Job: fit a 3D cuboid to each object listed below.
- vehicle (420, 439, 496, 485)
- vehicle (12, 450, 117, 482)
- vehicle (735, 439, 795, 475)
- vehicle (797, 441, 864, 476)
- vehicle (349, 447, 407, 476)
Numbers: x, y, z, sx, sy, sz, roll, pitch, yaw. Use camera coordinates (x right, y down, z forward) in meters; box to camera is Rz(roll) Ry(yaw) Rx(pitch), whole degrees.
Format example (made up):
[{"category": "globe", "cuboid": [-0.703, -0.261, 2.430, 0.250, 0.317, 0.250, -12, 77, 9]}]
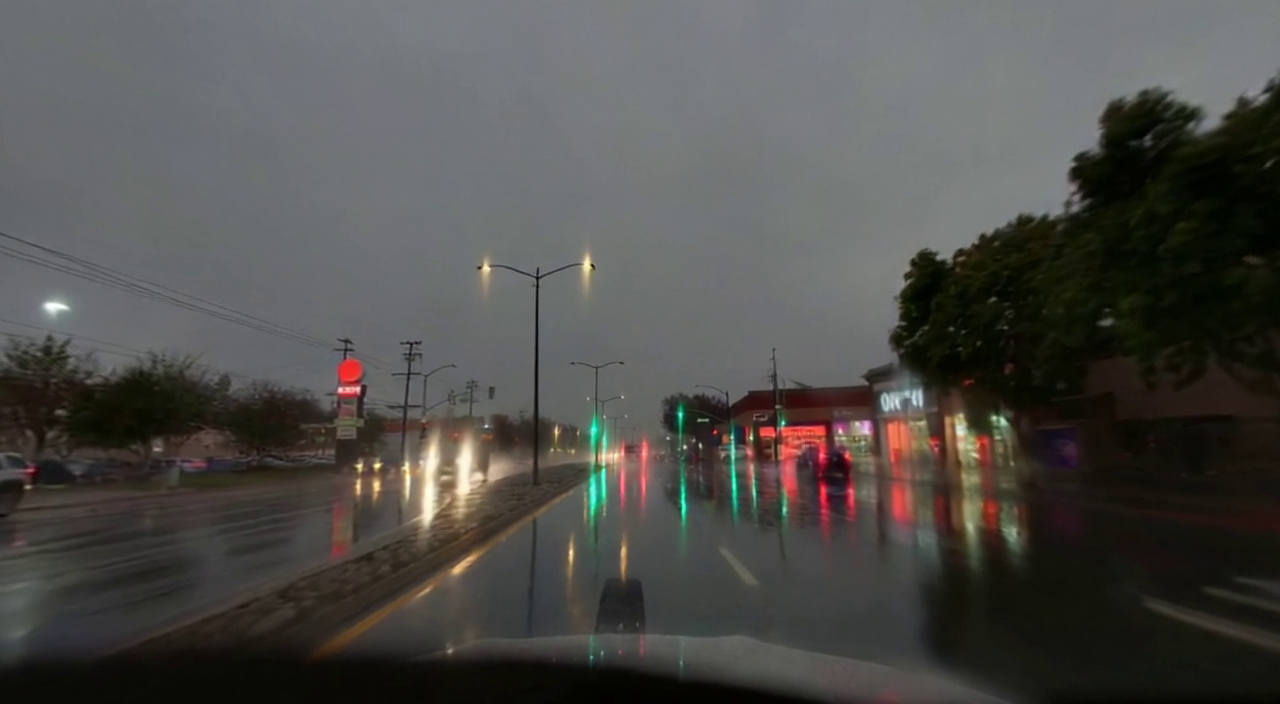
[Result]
[{"category": "vehicle", "cuboid": [-7.865, 4.801, 27.826, 1.946, 1.794, 4.799, 0, -9, -1]}, {"category": "vehicle", "cuboid": [-34.114, 6.842, 37.661, 1.821, 1.531, 4.703, -3, -13, 0]}, {"category": "vehicle", "cuboid": [6.268, 5.344, 32.299, 1.974, 1.679, 4.611, 0, -9, -2]}, {"category": "vehicle", "cuboid": [9.887, 5.556, 33.177, 2.019, 1.694, 4.491, 0, -9, -1]}, {"category": "vehicle", "cuboid": [-17.928, 7.618, 43.544, 1.944, 1.794, 4.849, 0, -12, 0]}]
